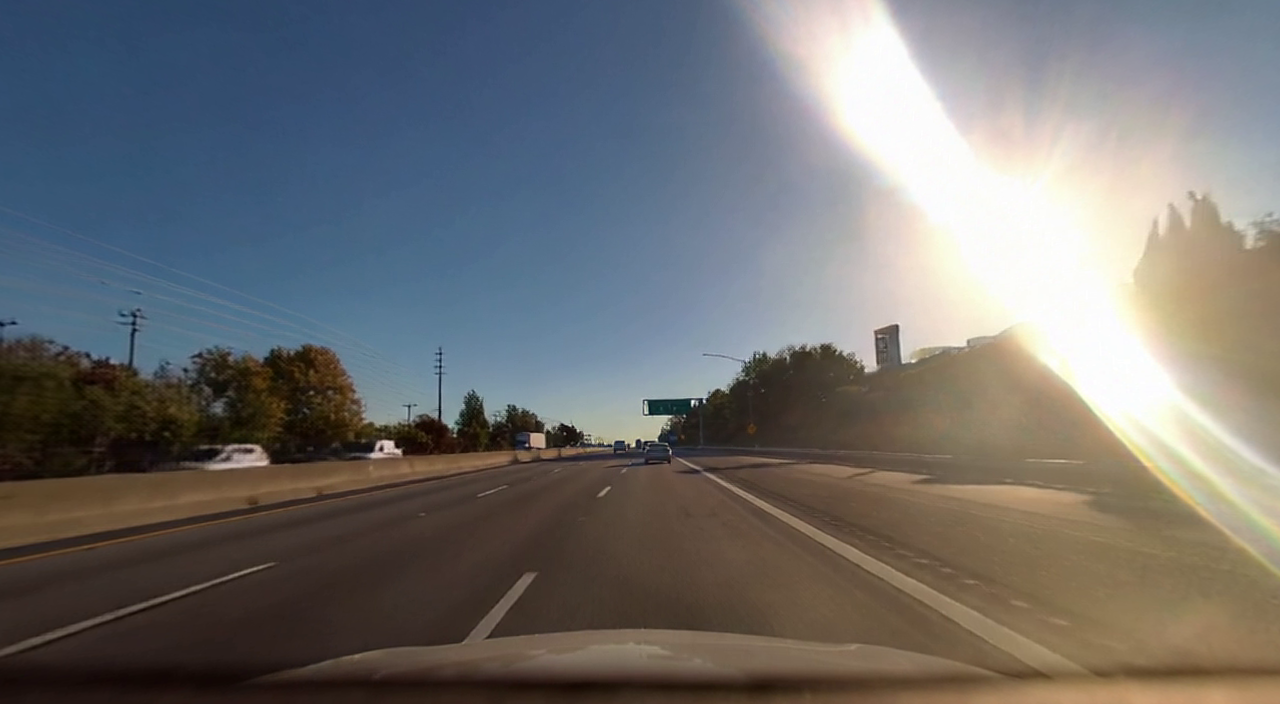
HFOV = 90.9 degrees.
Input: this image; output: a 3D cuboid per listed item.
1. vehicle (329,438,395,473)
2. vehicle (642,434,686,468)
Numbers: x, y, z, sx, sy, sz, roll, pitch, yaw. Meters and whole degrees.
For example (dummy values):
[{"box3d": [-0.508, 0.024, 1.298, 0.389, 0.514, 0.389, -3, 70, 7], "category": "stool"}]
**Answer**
[{"box3d": [-20.642, 7.688, 47.172, 2.194, 2.421, 5.841, 0, -8, 1], "category": "vehicle"}, {"box3d": [1.281, 5.479, 35.149, 2.260, 1.766, 4.348, 0, -8, 0], "category": "vehicle"}]
